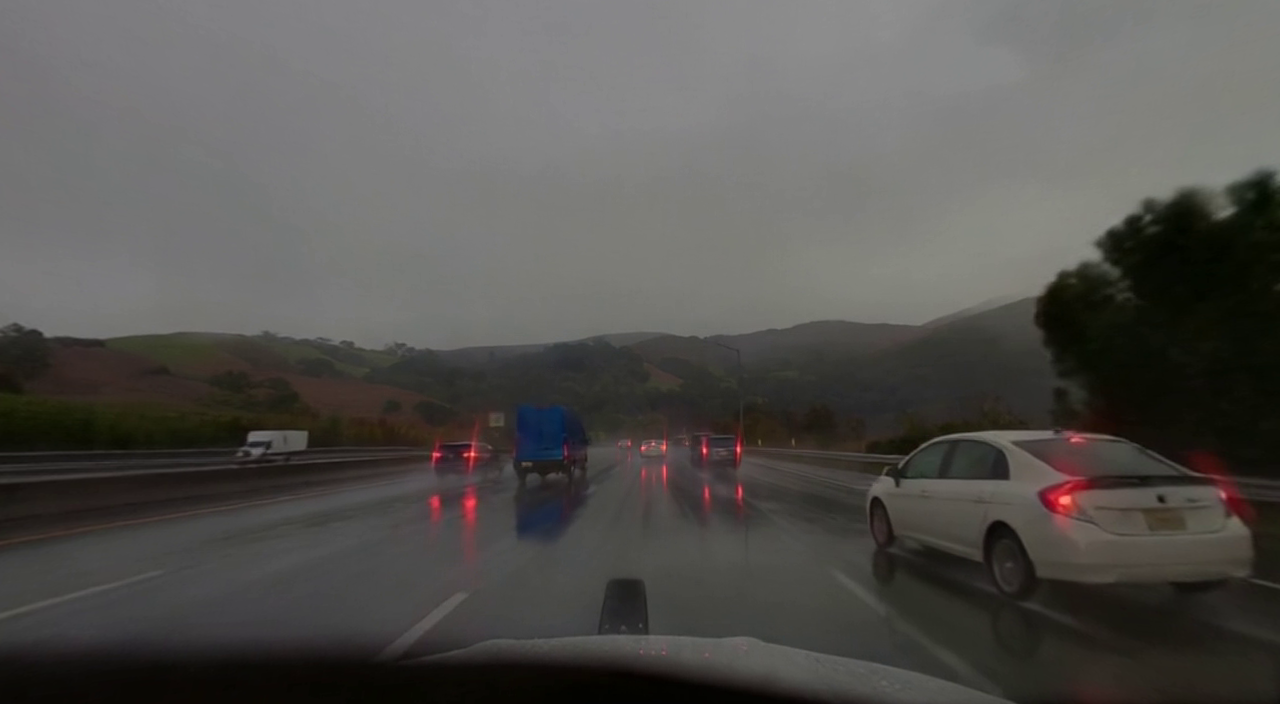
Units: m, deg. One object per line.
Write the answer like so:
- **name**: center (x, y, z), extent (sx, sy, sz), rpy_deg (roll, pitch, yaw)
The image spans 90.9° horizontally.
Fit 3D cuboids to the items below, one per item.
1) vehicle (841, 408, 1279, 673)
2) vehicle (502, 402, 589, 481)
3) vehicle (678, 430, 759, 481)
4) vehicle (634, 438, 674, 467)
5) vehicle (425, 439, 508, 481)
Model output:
- **vehicle**: center (3.669, 1.387, 5.853), extent (2.050, 1.491, 4.362), rpy_deg (0, -8, -2)
- **vehicle**: center (-3.425, 3.446, 24.317), extent (2.396, 2.664, 5.735), rpy_deg (0, -8, 1)
- **vehicle**: center (2.752, 3.756, 23.174), extent (2.270, 1.660, 4.101), rpy_deg (0, -8, -3)
- **vehicle**: center (0.716, 5.453, 34.421), extent (2.054, 1.504, 3.890), rpy_deg (0, -8, 0)
- **vehicle**: center (-6.716, 4.196, 24.891), extent (1.964, 1.487, 4.417), rpy_deg (0, -8, 1)
